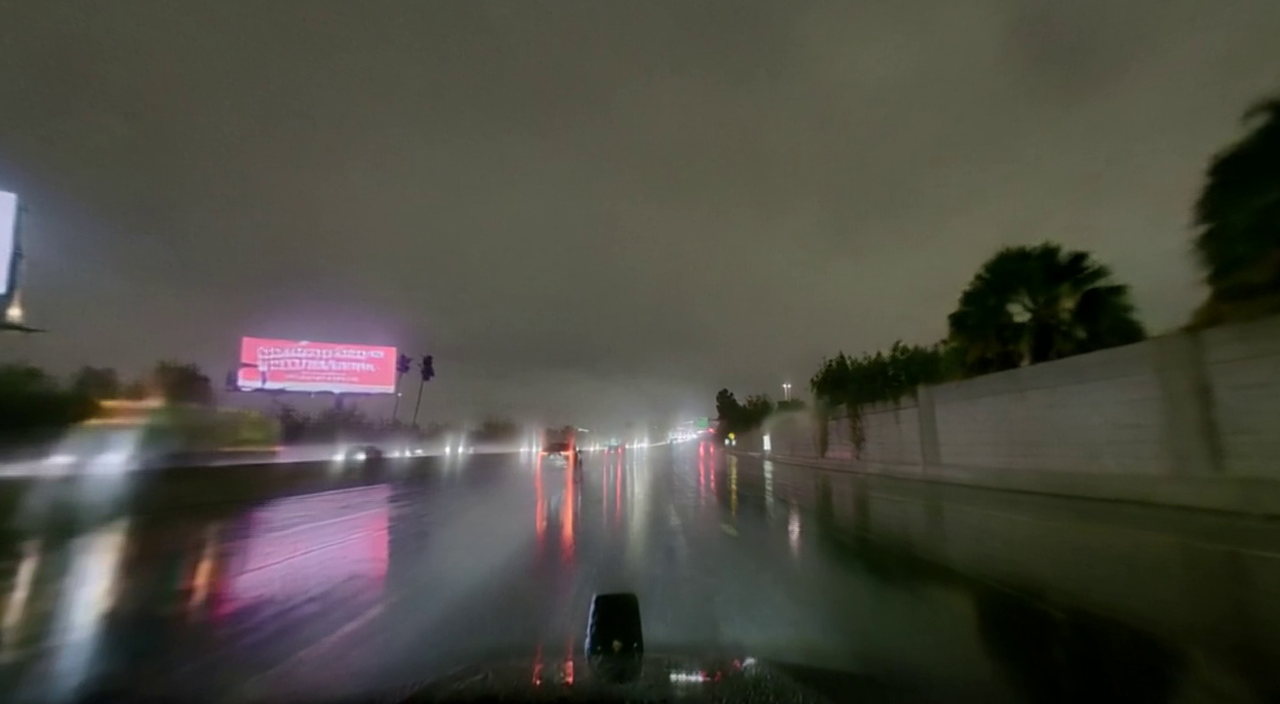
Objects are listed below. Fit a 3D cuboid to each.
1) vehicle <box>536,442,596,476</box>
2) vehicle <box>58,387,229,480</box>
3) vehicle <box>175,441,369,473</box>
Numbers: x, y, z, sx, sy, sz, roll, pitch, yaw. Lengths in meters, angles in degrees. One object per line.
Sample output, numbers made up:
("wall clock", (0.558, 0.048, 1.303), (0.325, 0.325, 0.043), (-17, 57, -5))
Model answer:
("vehicle", (-3.393, 5.017, 29.967), (2.078, 1.457, 4.648), (-1, -8, 3))
("vehicle", (-22.029, 3.725, 28.525), (3.019, 3.782, 5.349), (-1, -8, 3))
("vehicle", (-21.664, 6.376, 39.170), (2.748, 1.569, 15.088), (0, -8, 2))
